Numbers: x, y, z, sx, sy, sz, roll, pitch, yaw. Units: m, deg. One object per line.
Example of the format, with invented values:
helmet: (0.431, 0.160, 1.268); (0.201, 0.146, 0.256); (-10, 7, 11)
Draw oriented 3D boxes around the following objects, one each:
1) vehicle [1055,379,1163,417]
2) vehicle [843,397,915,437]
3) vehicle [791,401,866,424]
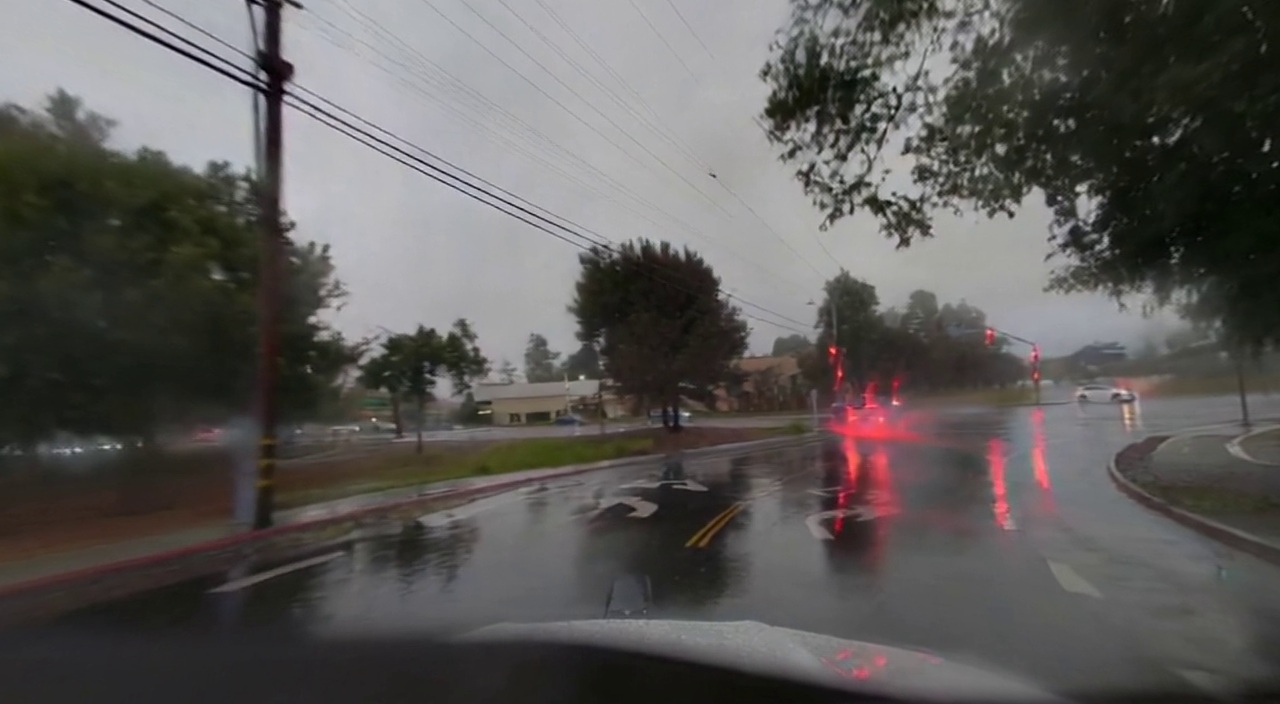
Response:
vehicle: (26.512, 2.636, 35.772); (4.636, 1.668, 1.935); (-9, -6, 37)
vehicle: (11.858, 3.274, 31.088); (1.928, 1.726, 4.704); (-6, -10, 37)
vehicle: (13.542, 4.387, 45.429); (4.757, 1.442, 1.858); (-6, -6, 37)
